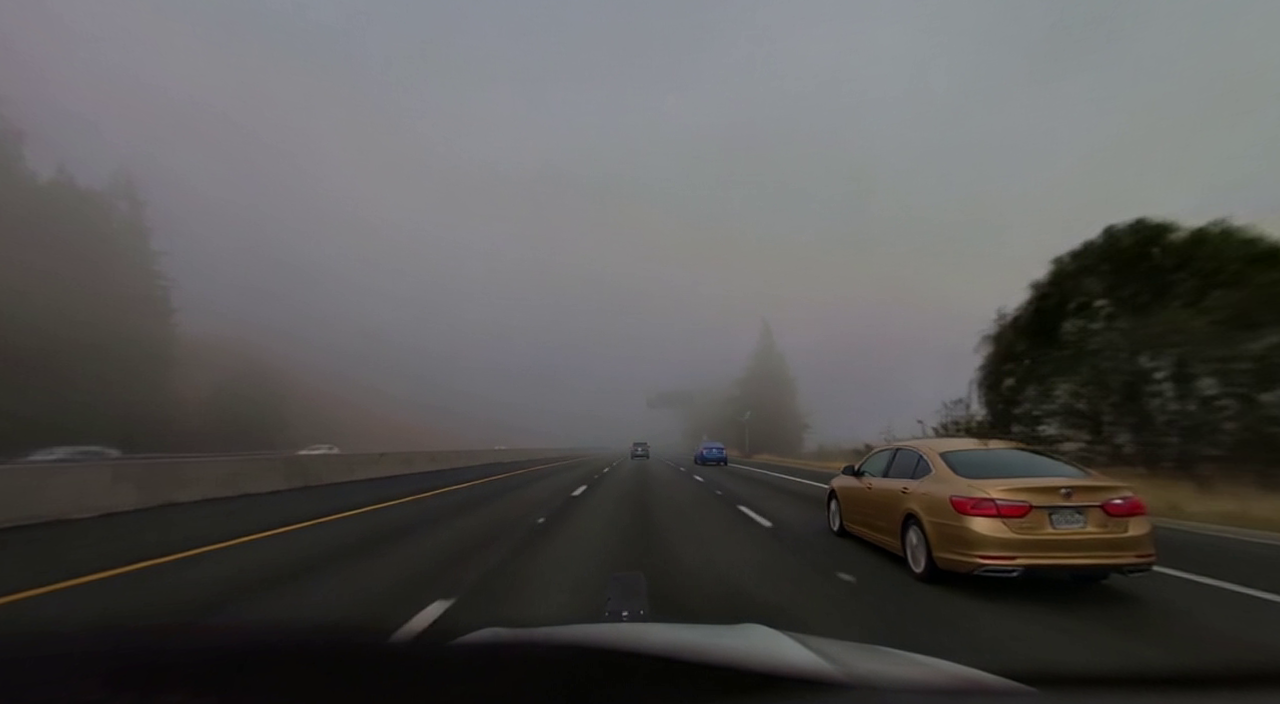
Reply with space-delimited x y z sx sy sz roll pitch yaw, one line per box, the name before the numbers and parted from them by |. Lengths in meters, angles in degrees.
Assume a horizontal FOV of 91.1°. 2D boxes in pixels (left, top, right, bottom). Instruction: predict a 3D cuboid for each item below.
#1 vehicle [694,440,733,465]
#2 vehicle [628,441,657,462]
vehicle | 4.740 6.560 41.139 2.008 1.524 4.598 0 -8 -1
vehicle | 0.180 7.410 46.955 2.052 1.449 3.857 0 -8 0
